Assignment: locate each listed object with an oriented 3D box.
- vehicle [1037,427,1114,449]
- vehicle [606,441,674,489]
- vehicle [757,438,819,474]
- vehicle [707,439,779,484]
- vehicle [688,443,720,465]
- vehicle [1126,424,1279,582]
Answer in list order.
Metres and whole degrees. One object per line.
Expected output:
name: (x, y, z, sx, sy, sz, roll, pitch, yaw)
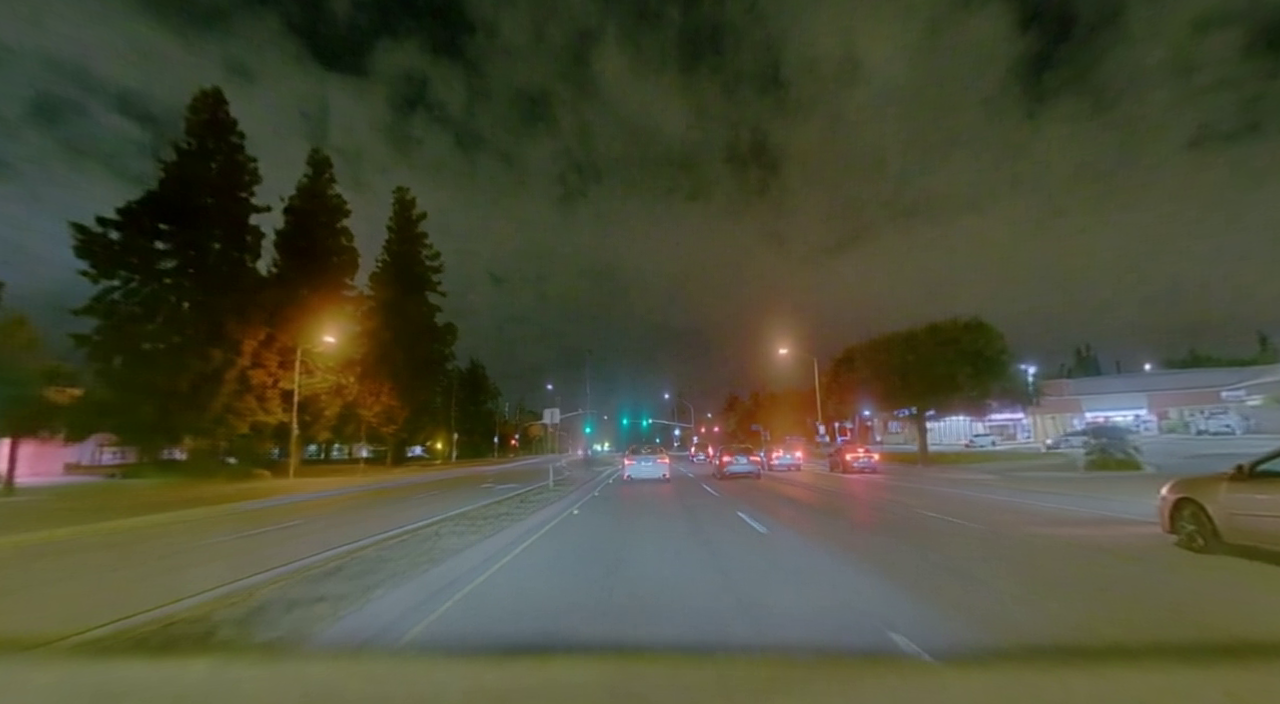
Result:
vehicle: (33.813, 6.665, 48.967, 4.462, 1.628, 1.921, -1, -8, 2)
vehicle: (0.005, 3.767, 21.370, 2.096, 1.473, 3.893, 0, -8, 0)
vehicle: (7.461, 5.270, 32.263, 2.044, 1.701, 4.397, 0, -8, -1)
vehicle: (3.775, 4.084, 23.796, 1.988, 1.528, 4.144, 0, -8, 0)
vehicle: (4.503, 7.215, 44.925, 1.862, 1.457, 4.204, 0, -8, 0)
vehicle: (7.136, 1.413, 5.768, 1.892, 1.515, 4.400, 0, -8, 1)
